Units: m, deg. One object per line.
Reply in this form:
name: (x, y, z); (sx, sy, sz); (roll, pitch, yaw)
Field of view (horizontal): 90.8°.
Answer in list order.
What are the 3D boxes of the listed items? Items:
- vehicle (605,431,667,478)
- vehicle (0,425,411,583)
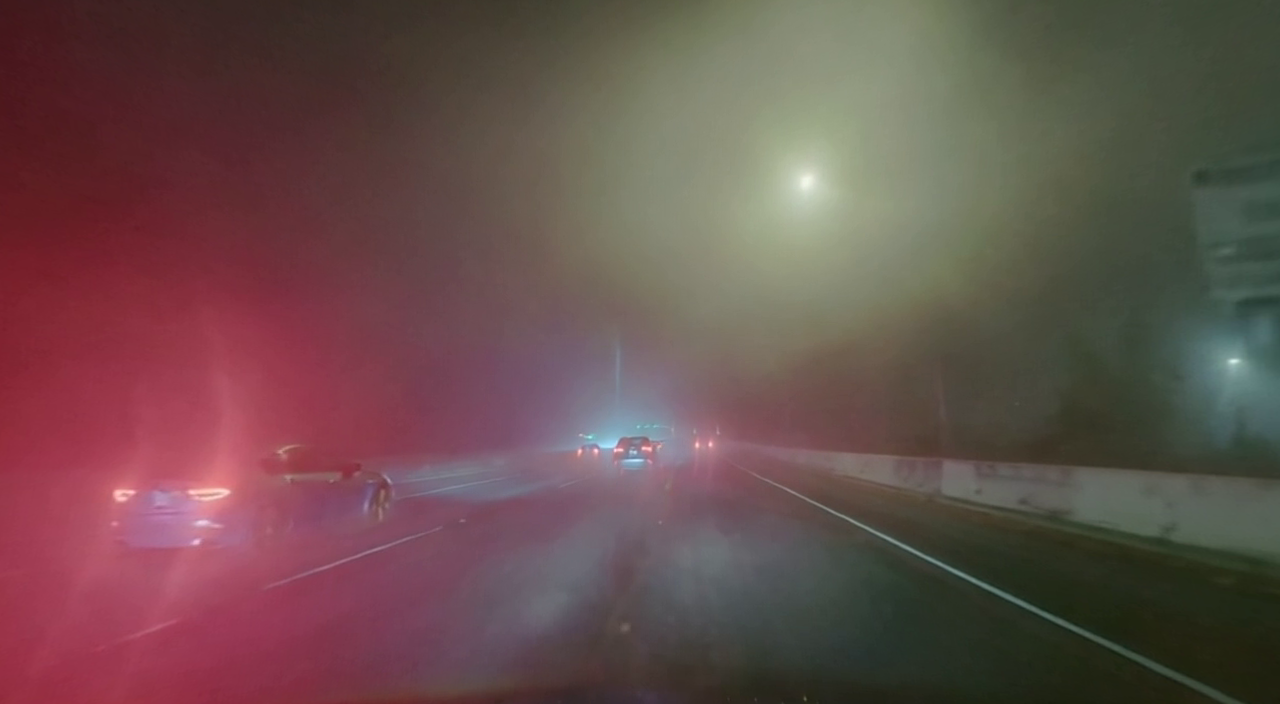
vehicle: (-0.030, 4.025, 25.134); (2.082, 1.638, 4.644); (0, -8, 4)
vehicle: (-5.084, 1.789, 8.451); (1.981, 1.460, 4.792); (0, -8, 4)
